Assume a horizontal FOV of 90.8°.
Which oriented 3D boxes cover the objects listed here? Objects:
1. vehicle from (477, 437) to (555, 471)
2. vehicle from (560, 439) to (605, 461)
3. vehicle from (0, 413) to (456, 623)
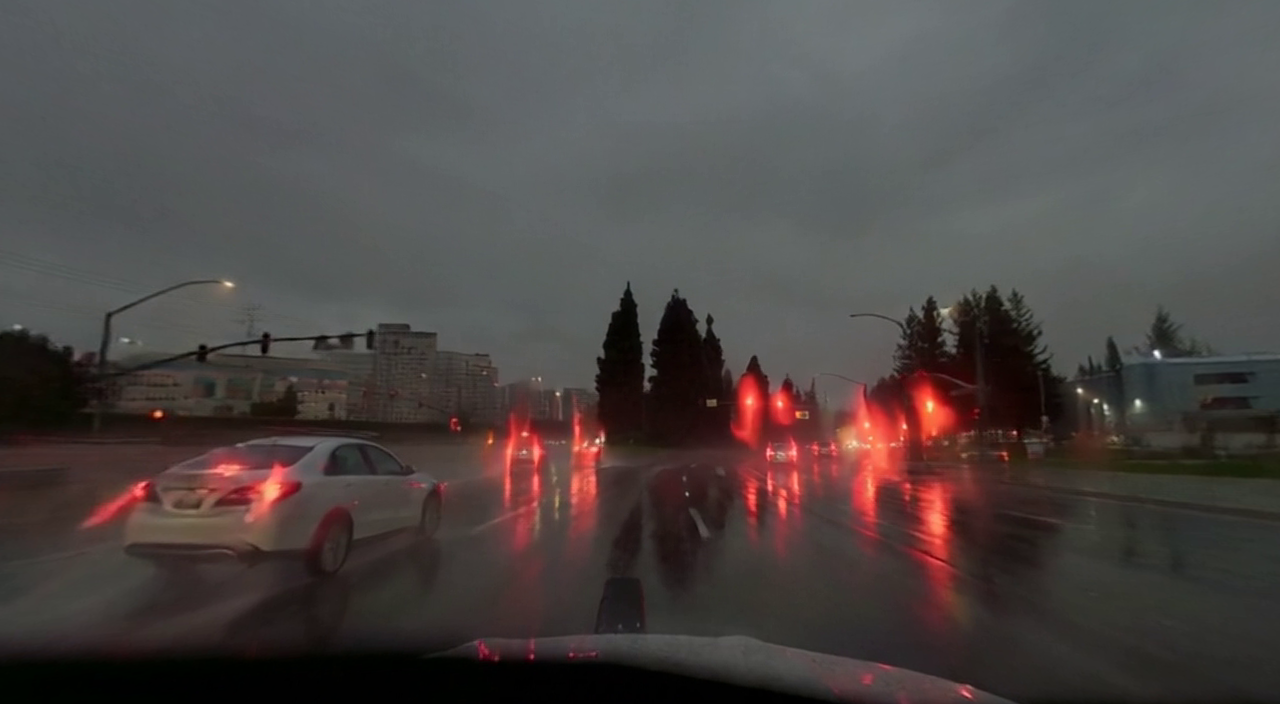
[{"bbox_3d":[-5.835,4.893,30.469,2.080,1.495,5.242,-1,-9,8],"label":"vehicle"},{"bbox_3d":[-3.993,6.911,44.620,2.016,1.501,4.903,-2,-9,9],"label":"vehicle"},{"bbox_3d":[-3.594,1.493,6.642,1.934,1.463,4.220,0,-9,2],"label":"vehicle"}]
